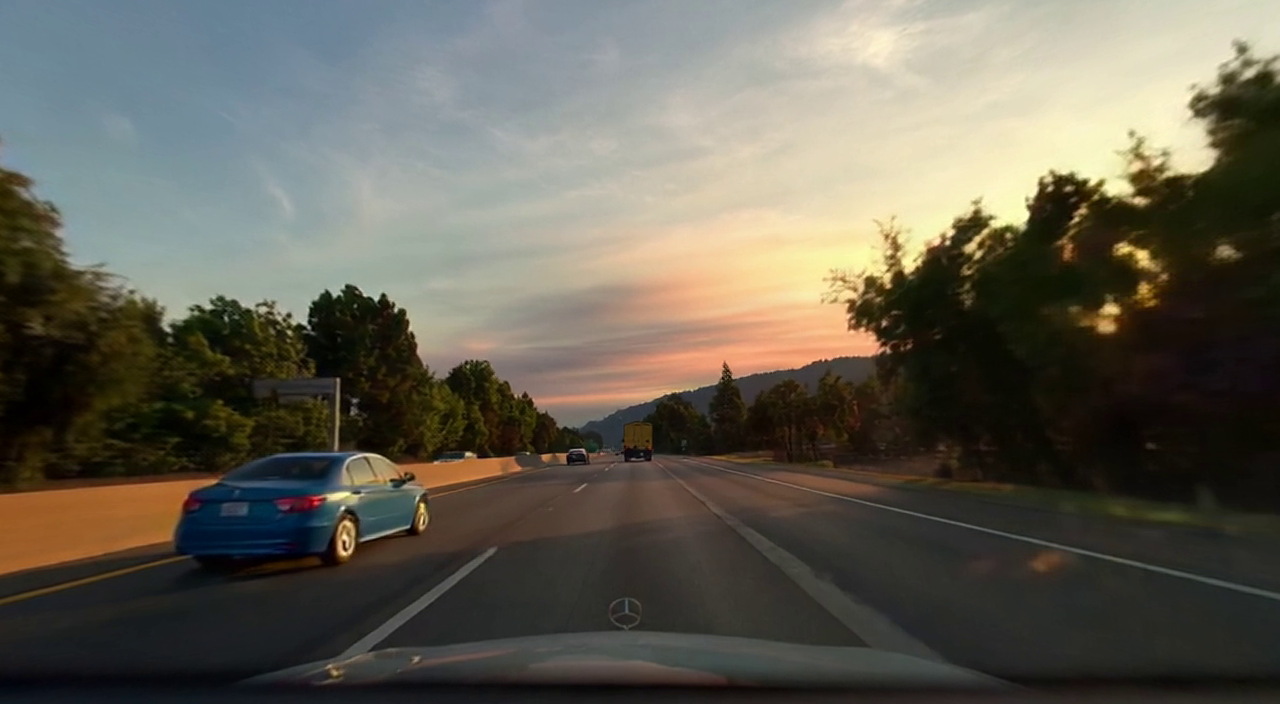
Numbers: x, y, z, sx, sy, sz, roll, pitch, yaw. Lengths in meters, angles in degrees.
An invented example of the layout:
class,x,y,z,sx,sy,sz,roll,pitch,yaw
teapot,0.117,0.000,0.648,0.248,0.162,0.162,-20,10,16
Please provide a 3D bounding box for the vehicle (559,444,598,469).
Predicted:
class,x,y,z,sx,sy,sz,roll,pitch,yaw
vehicle,-4.291,7.403,44.853,2.311,1.655,4.382,0,-9,0

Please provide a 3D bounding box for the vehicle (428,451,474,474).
class,x,y,z,sx,sy,sz,roll,pitch,yaw
vehicle,-13.744,8.049,46.055,2.001,1.574,4.157,0,-9,0

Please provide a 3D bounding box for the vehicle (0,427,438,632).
class,x,y,z,sx,sy,sz,roll,pitch,yaw
vehicle,-3.955,1.667,7.001,1.916,1.506,4.476,0,-9,0
